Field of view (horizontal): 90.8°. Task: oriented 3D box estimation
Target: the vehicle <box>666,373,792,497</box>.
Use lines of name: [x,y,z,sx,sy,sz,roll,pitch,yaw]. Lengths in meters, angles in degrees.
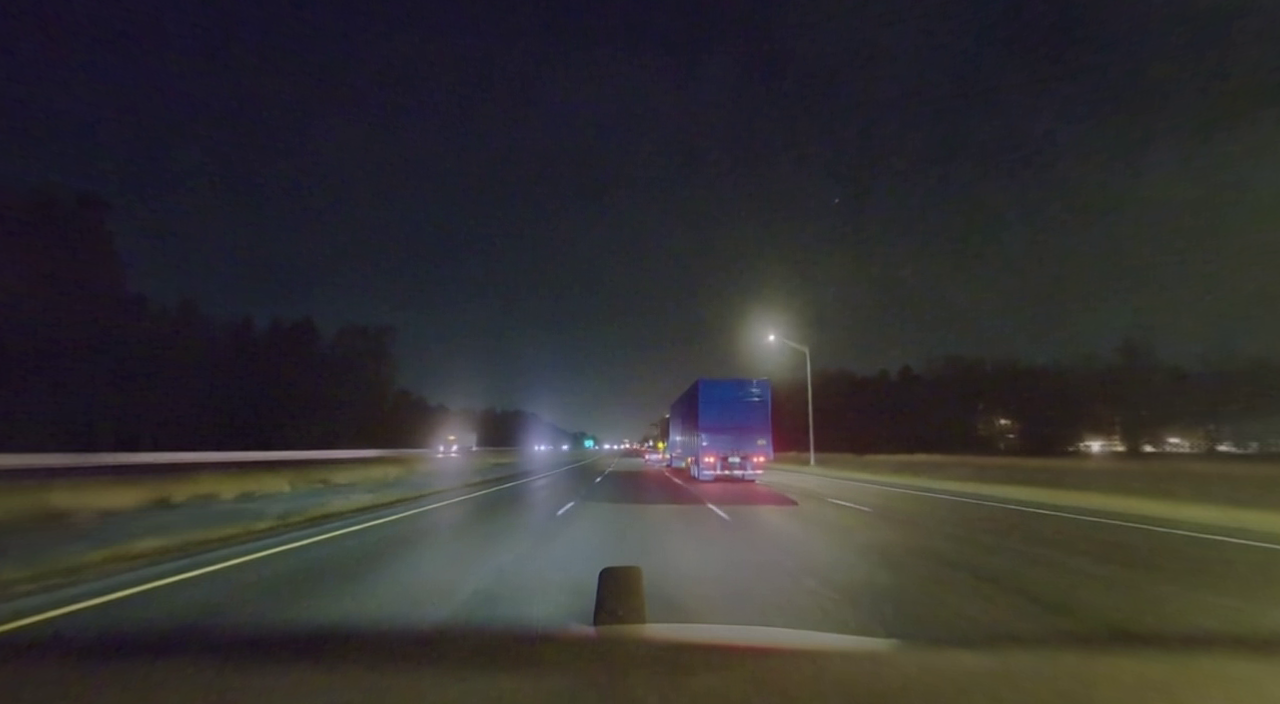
vehicle: [3.334,4.073,29.635,3.462,4.177,16.311,0,-9,0]
